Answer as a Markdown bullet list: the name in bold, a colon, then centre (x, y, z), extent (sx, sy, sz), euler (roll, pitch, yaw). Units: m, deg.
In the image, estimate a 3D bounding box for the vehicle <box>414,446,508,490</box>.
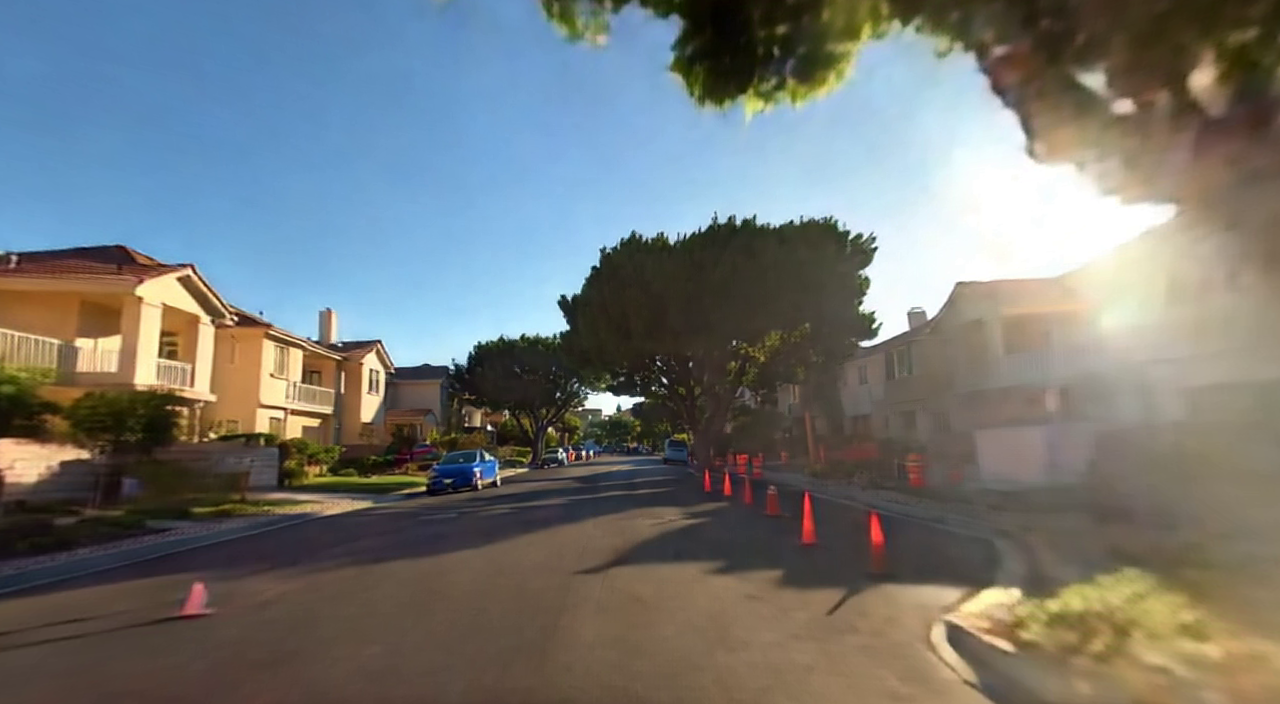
- **vehicle**: centre (-6.651, 4.341, 24.006), extent (2.137, 1.481, 4.503), euler (0, -9, 1)
